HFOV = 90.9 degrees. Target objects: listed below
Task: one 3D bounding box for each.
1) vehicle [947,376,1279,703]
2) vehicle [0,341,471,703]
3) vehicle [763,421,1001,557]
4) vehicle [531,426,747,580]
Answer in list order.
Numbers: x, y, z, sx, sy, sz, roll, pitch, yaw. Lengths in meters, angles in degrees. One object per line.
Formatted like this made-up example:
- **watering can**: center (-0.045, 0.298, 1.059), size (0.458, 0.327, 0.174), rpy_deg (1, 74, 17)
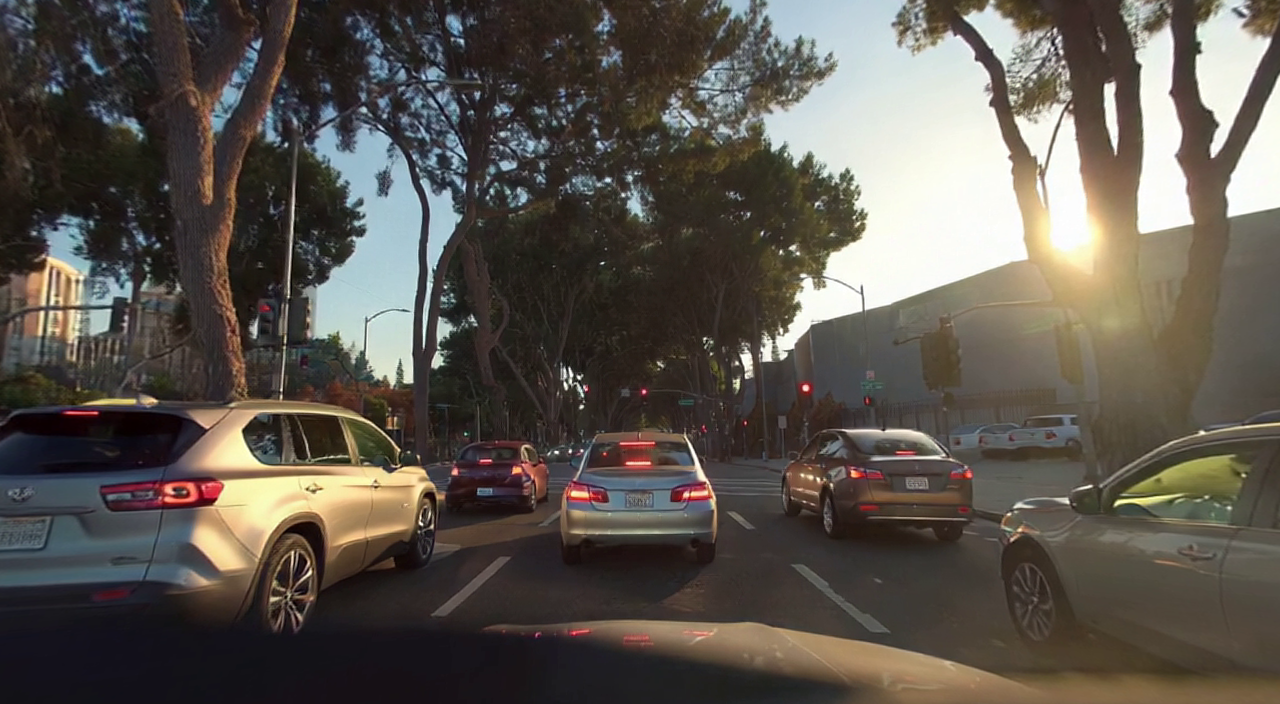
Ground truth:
- **vehicle**: center (3.328, 0.962, 2.833), size (1.899, 1.588, 3.888), rpy_deg (0, -9, 0)
- **vehicle**: center (-3.142, 1.165, 5.067), size (2.168, 1.750, 4.625), rpy_deg (-1, -9, 1)
- **vehicle**: center (3.417, 2.017, 10.023), size (2.040, 1.647, 4.379), rpy_deg (0, -9, 0)
- **vehicle**: center (-0.036, 1.803, 8.323), size (2.147, 1.507, 3.953), rpy_deg (0, -8, -1)
